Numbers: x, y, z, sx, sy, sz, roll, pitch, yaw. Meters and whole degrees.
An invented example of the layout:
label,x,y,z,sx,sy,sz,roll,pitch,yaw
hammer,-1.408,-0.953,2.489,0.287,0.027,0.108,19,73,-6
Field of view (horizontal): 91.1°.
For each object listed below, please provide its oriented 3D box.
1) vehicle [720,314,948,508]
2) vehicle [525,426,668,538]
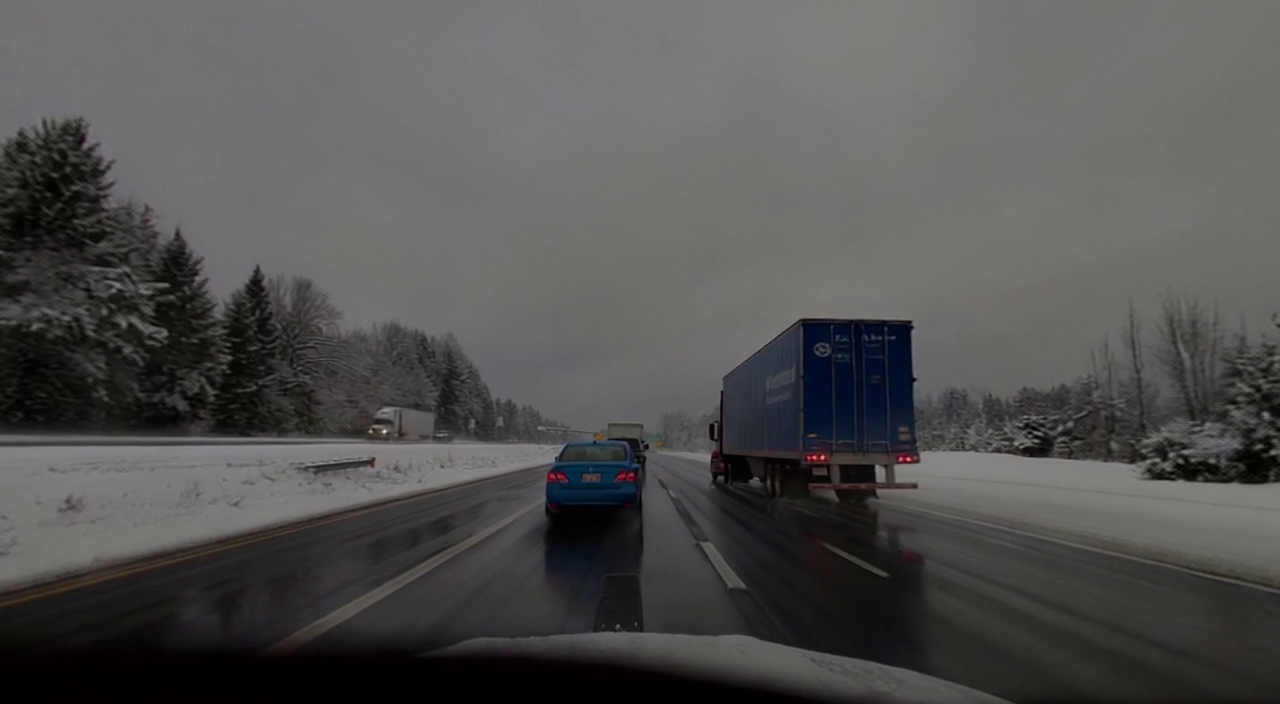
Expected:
label,x,y,z,sx,sy,sz,roll,pitch,yaw
vehicle,4.881,2.256,20.112,2.825,4.043,14.051,0,-9,0
vehicle,-0.628,2.146,10.902,2.038,1.582,3.729,0,-9,0
